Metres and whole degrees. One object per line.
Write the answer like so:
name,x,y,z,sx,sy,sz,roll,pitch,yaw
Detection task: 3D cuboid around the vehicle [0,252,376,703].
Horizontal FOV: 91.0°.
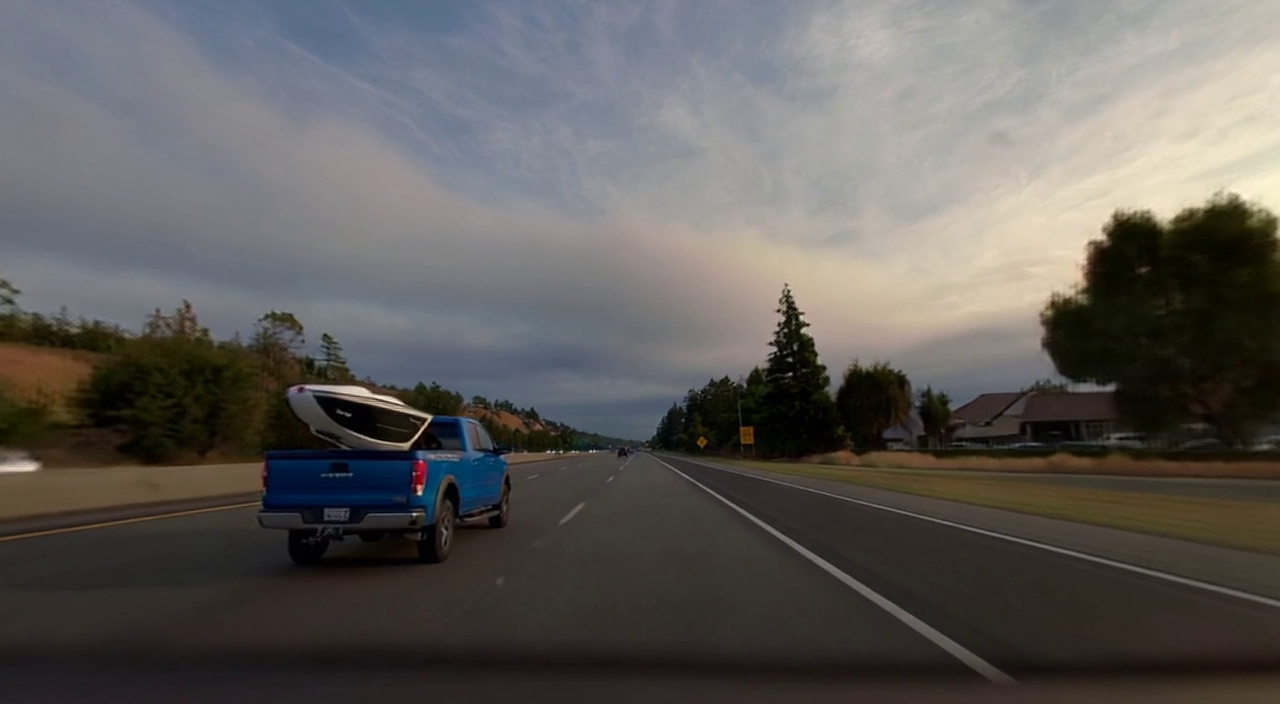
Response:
vehicle,-2.887,0.645,1.701,1.919,1.935,5.609,0,-9,0
